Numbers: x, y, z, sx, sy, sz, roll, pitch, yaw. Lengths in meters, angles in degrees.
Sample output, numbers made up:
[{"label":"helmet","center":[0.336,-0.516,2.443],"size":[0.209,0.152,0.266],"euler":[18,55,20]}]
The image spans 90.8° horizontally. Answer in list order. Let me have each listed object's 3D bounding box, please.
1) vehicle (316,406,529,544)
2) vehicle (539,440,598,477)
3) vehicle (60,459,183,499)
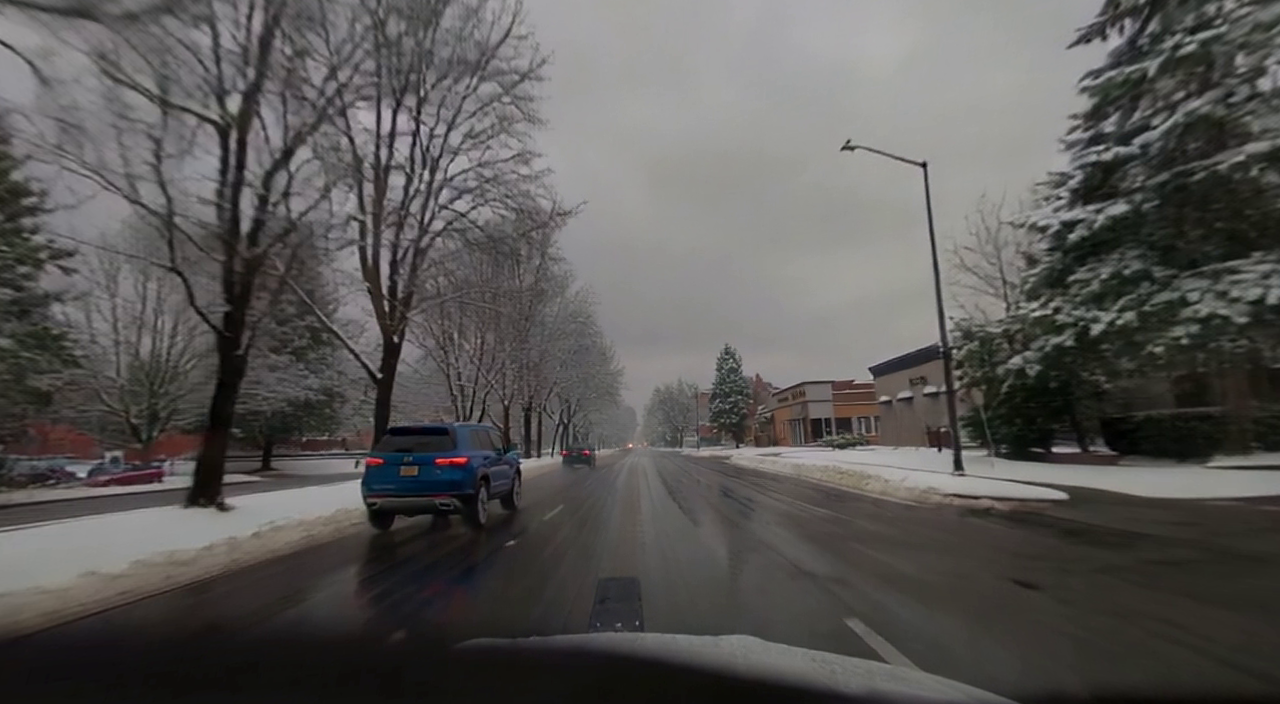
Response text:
[{"label":"vehicle","center":[-3.267,1.944,10.629],"size":[2.042,1.817,4.364],"euler":[0,-8,0]},{"label":"vehicle","center":[-3.077,4.647,27.969],"size":[2.069,1.470,4.601],"euler":[0,-8,0]},{"label":"vehicle","center":[-22.768,5.569,28.011],"size":[1.741,1.505,4.346],"euler":[0,-8,0]}]
